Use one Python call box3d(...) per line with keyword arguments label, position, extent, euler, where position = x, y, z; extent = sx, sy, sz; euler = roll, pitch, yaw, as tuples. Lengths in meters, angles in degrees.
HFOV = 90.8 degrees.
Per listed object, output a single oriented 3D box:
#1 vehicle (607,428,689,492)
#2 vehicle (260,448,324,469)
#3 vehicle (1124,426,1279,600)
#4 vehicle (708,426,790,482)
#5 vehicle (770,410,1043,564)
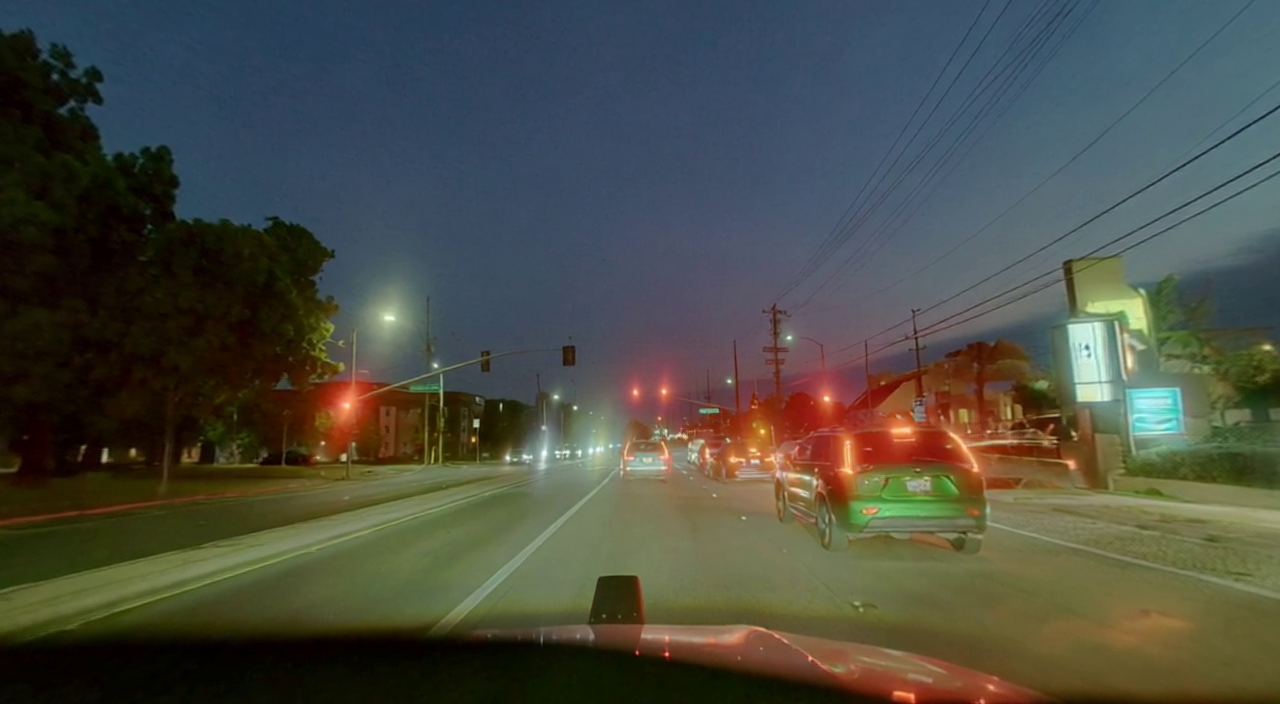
box3d(label="vehicle", position=(0.235, 3.147, 18.632), extent=(2.149, 1.668, 3.962), euler=(0, -9, 1))
box3d(label="vehicle", position=(-27.463, 8.388, 49.977), extent=(3.922, 1.620, 1.873), euler=(2, -9, -12))
box3d(label="vehicle", position=(6.289, 1.230, 4.549), extent=(1.906, 1.435, 4.670), euler=(0, -9, 0))
box3d(label="vehicle", position=(3.786, 3.678, 22.906), extent=(2.060, 1.789, 4.712), euler=(0, -9, -1))
box3d(label="vehicle", position=(3.286, 1.762, 8.927), extent=(1.998, 1.620, 4.267), euler=(0, -9, 1))
